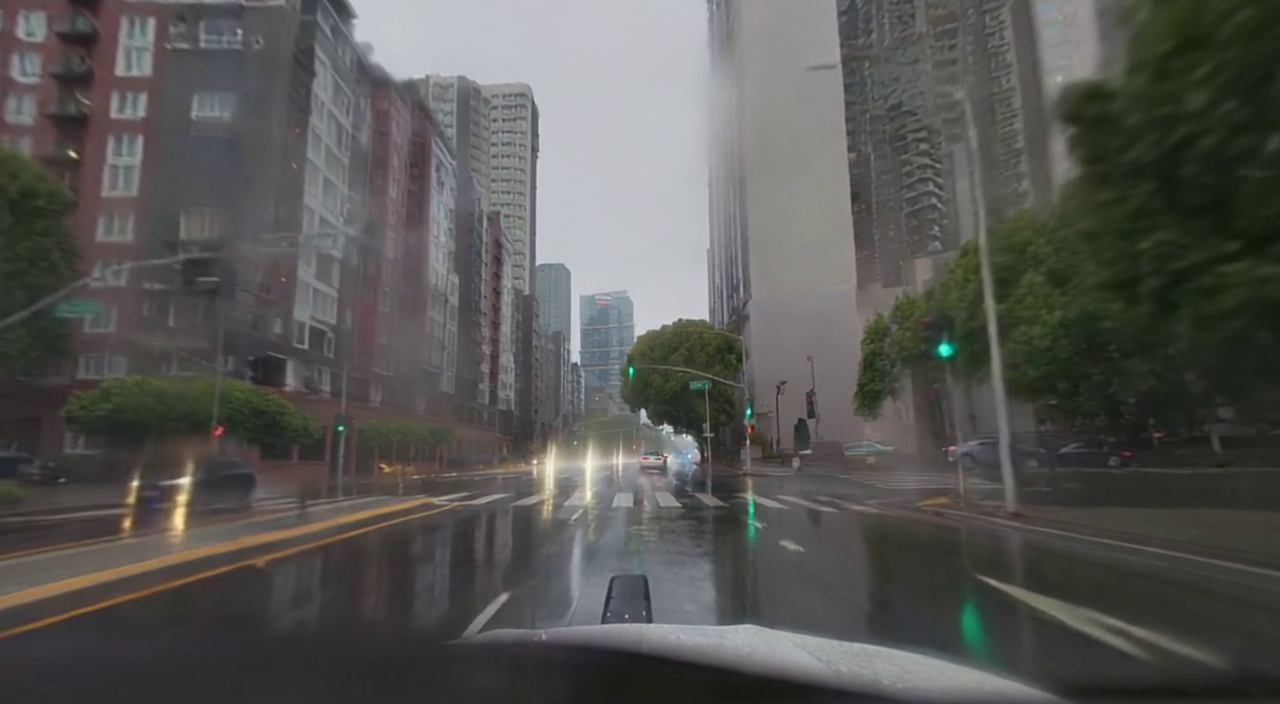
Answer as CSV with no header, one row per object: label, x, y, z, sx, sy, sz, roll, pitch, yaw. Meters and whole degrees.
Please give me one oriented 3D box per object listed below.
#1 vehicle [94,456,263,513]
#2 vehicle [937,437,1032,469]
vehicle,-13.895,3.970,19.384,1.833,1.444,4.325,-1,-8,2
vehicle,18.675,5.480,34.277,4.009,1.620,1.882,0,-9,-4
